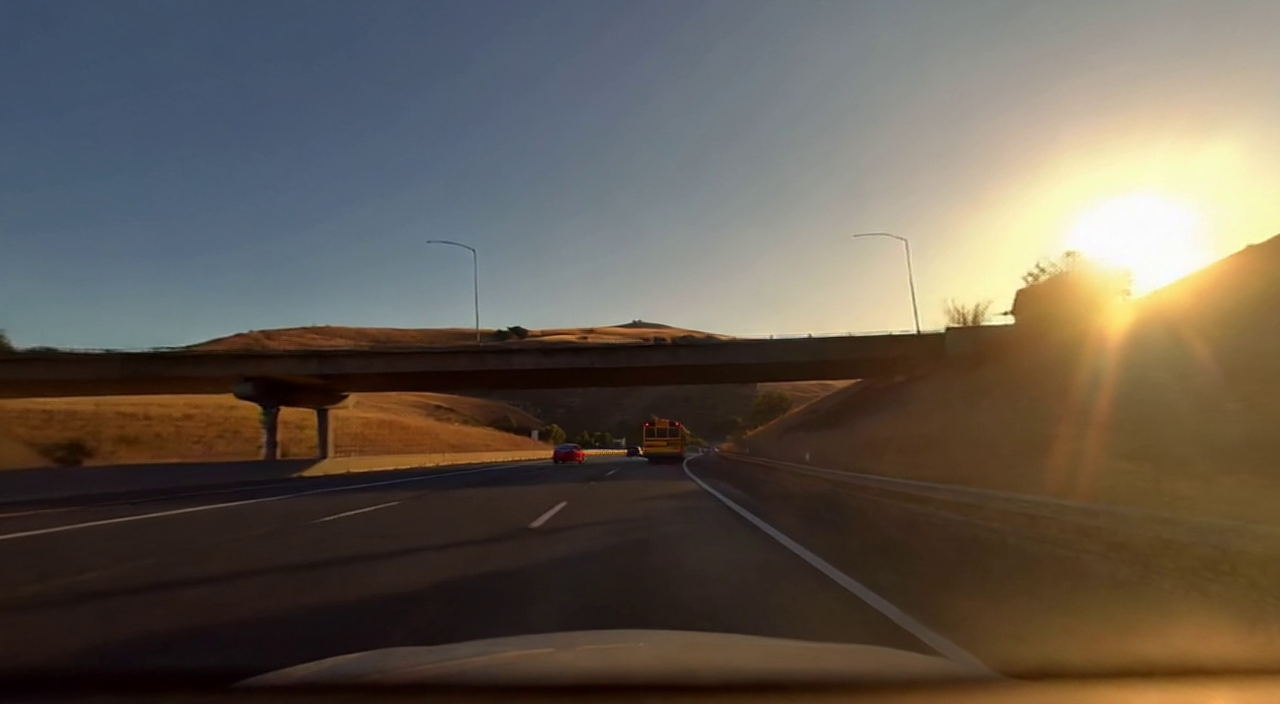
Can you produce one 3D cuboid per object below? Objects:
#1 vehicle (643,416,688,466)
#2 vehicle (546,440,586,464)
[{"bbox_3d":[1.990,6.638,47.062,2.945,3.295,10.406,0,-8,3],"label":"vehicle"},{"bbox_3d":[-5.508,7.504,47.566,2.172,1.689,4.625,-1,-8,5],"label":"vehicle"}]
